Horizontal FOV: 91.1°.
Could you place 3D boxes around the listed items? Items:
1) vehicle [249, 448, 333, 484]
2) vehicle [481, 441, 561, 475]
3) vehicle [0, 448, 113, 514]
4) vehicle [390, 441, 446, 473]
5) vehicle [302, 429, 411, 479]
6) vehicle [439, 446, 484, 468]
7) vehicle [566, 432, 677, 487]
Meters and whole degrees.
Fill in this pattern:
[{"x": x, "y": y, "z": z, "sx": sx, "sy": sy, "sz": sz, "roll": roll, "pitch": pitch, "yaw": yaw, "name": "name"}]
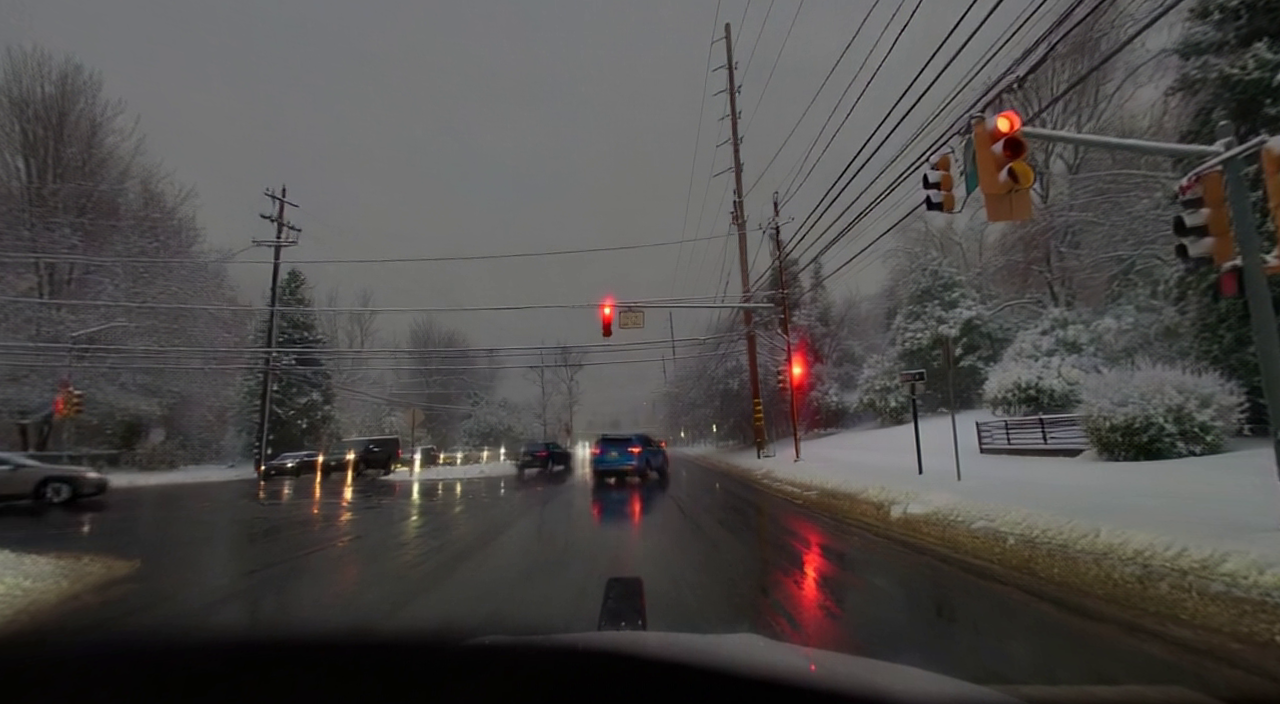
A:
[{"x": -17.099, "y": 5.588, "z": 31.020, "sx": 1.942, "sy": 1.477, "sz": 3.957, "roll": -4, "pitch": -9, "yaw": 0, "name": "vehicle"}, {"x": -5.604, "y": 5.062, "z": 30.238, "sx": 1.904, "sy": 1.482, "sz": 4.603, "roll": -3, "pitch": -9, "yaw": 15, "name": "vehicle"}, {"x": -15.435, "y": 2.976, "z": 14.549, "sx": 4.531, "sy": 1.446, "sz": 1.846, "roll": 4, "pitch": -10, "yaw": -28, "name": "vehicle"}, {"x": -13.227, "y": 6.303, "z": 37.633, "sx": 1.772, "sy": 1.647, "sz": 4.221, "roll": -4, "pitch": -9, "yaw": 0, "name": "vehicle"}, {"x": -13.119, "y": 4.767, "z": 29.626, "sx": 2.350, "sy": 2.104, "sz": 5.828, "roll": 0, "pitch": -8, "yaw": 1, "name": "vehicle"}, {"x": -12.680, "y": 7.485, "z": 44.908, "sx": 1.841, "sy": 1.477, "sz": 4.485, "roll": 0, "pitch": -8, "yaw": 1, "name": "vehicle"}, {"x": -0.494, "y": 3.648, "z": 21.713, "sx": 2.051, "sy": 1.666, "sz": 4.607, "roll": -4, "pitch": -9, "yaw": 23, "name": "vehicle"}]
